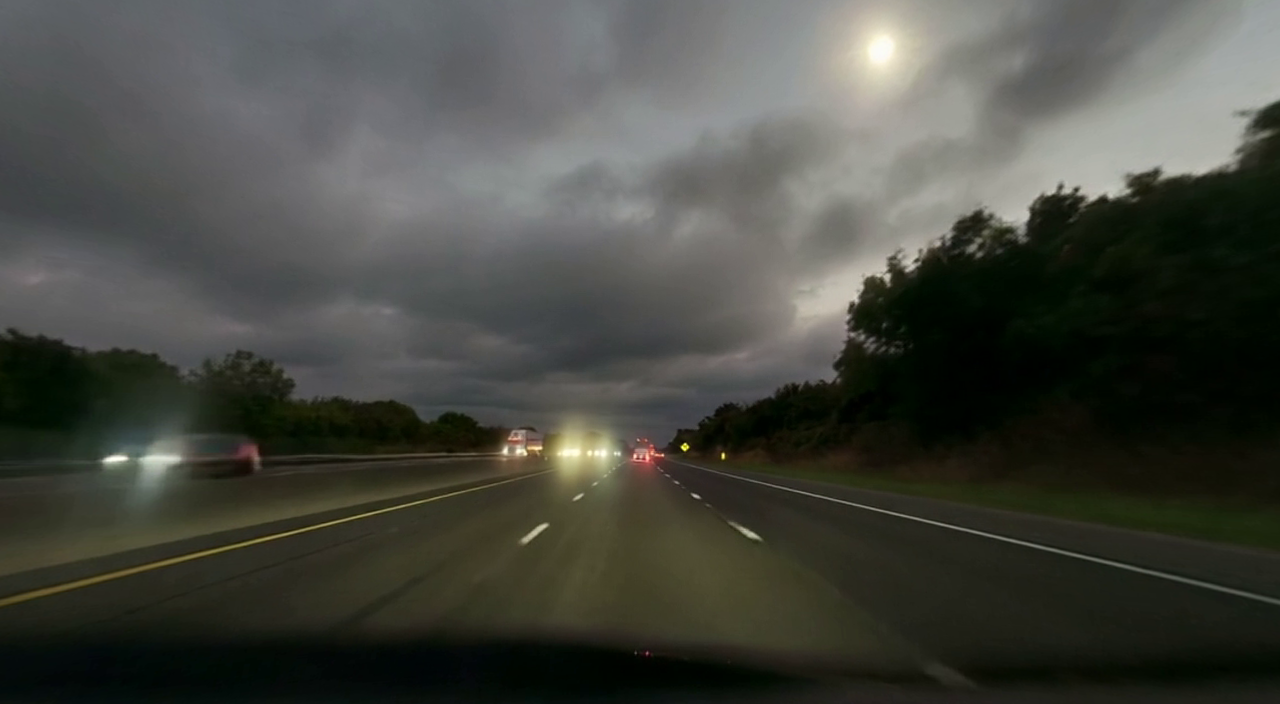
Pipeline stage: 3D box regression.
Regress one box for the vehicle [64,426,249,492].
[{"bbox_3d":[-15.169,3.408,20.239,2.039,1.831,4.817,0,-9,0],"label":"vehicle"}]
